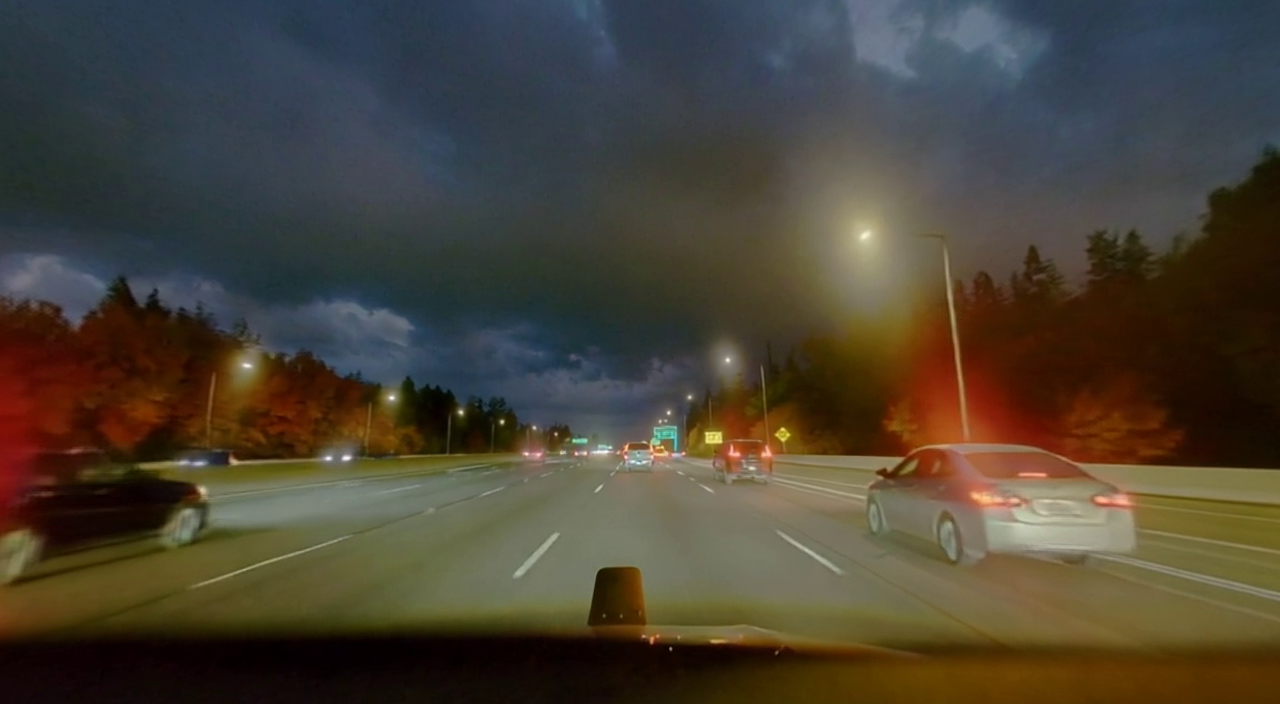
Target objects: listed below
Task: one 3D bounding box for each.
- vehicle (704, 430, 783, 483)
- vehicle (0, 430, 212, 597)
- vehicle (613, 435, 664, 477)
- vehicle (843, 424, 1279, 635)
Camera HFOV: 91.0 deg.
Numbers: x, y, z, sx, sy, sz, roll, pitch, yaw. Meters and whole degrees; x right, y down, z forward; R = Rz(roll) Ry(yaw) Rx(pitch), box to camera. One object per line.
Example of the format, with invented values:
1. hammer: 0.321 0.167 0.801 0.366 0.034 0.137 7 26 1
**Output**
1. vehicle: 4.280 4.483 27.182 2.388 1.998 5.749 0 -9 0
2. vehicle: -6.946 1.573 6.320 2.014 1.526 4.577 0 -9 1
3. vehicle: -0.060 5.269 32.064 2.372 1.957 5.121 0 -9 1
4. vehicle: 4.087 1.660 6.993 2.057 1.508 4.767 0 -9 0
